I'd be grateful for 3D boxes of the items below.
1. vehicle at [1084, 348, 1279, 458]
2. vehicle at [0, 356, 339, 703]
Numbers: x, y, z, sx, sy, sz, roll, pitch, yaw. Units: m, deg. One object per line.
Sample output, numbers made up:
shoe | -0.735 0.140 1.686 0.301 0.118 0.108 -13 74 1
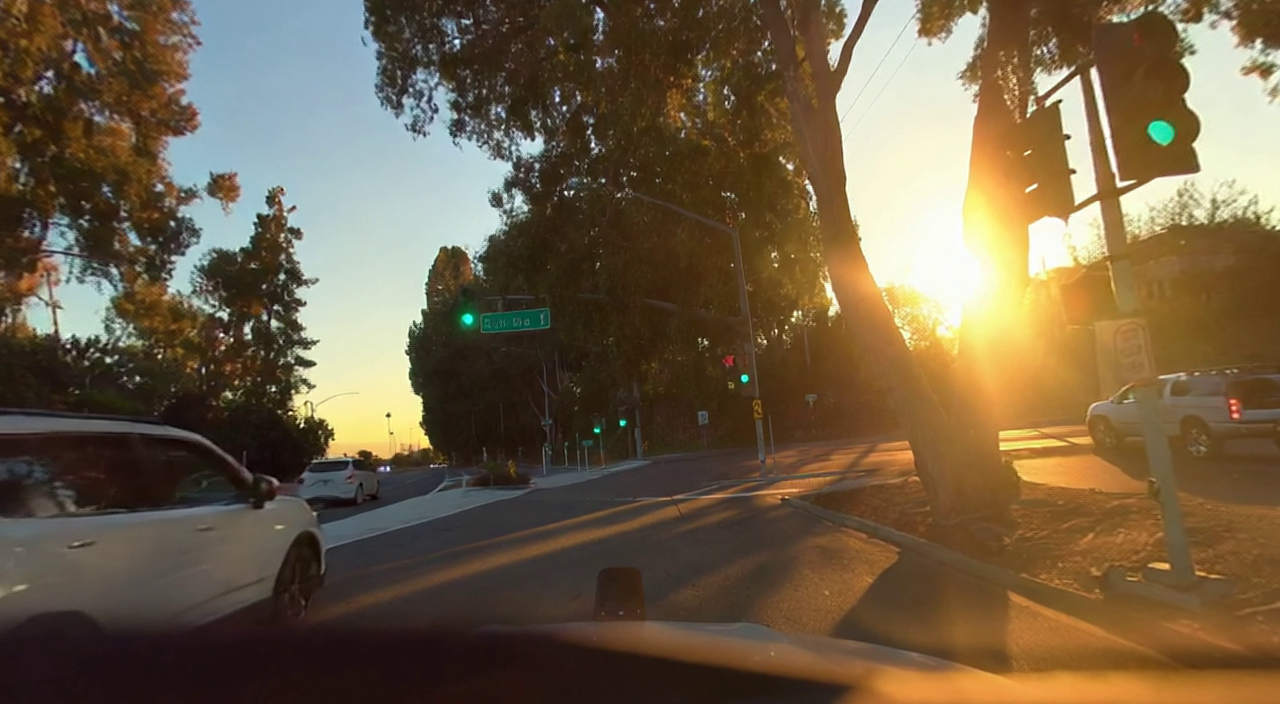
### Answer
vehicle | 10.667 1.088 11.767 1.855 1.669 4.529 -1 -9 6
vehicle | -3.414 0.966 2.838 2.134 1.707 4.471 0 -9 -4
